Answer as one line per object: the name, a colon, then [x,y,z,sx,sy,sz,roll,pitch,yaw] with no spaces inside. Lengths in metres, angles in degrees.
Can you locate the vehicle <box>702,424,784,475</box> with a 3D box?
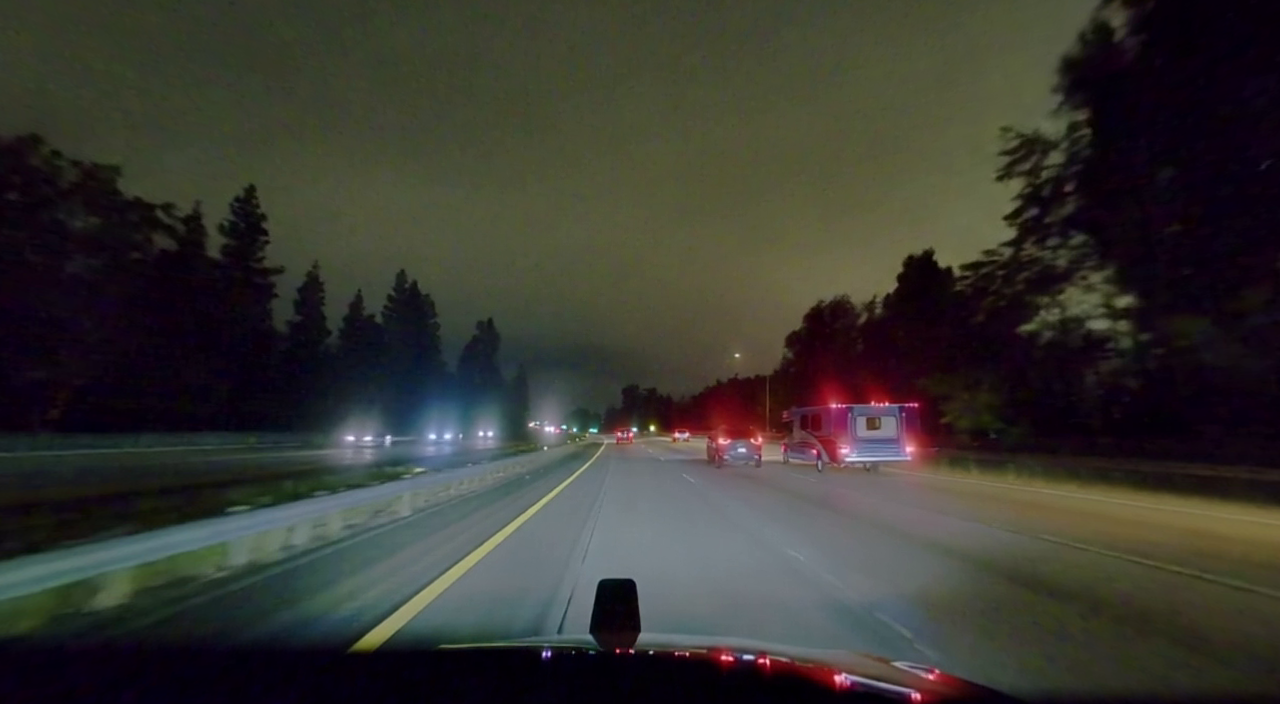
vehicle: [3.428,3.314,21.707,2.002,1.569,3.845,0,-8,-2]
